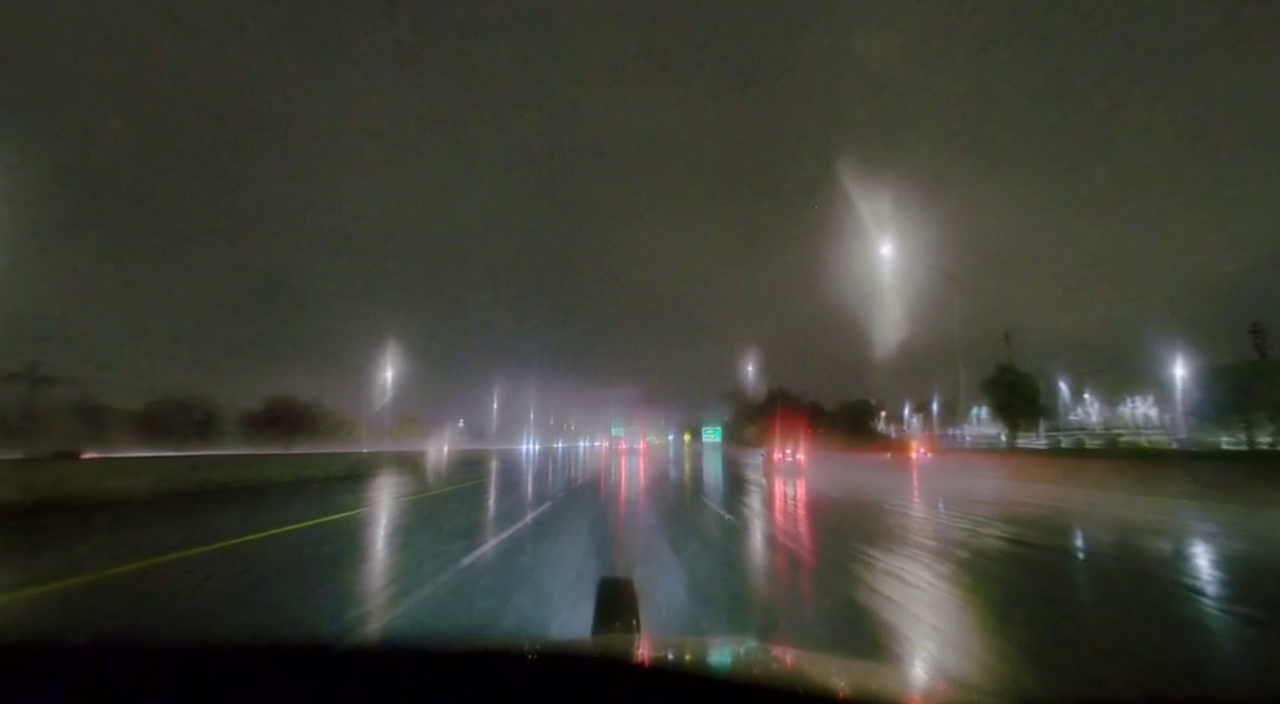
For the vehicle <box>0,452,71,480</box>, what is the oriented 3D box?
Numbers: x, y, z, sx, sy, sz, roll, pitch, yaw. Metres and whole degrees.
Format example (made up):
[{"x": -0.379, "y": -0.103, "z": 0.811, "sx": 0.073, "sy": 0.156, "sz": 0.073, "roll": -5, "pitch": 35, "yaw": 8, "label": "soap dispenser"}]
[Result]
[{"x": -38.744, "y": 7.077, "z": 39.447, "sx": 1.879, "sy": 1.552, "sz": 4.889, "roll": 0, "pitch": -8, "yaw": 0, "label": "vehicle"}]
